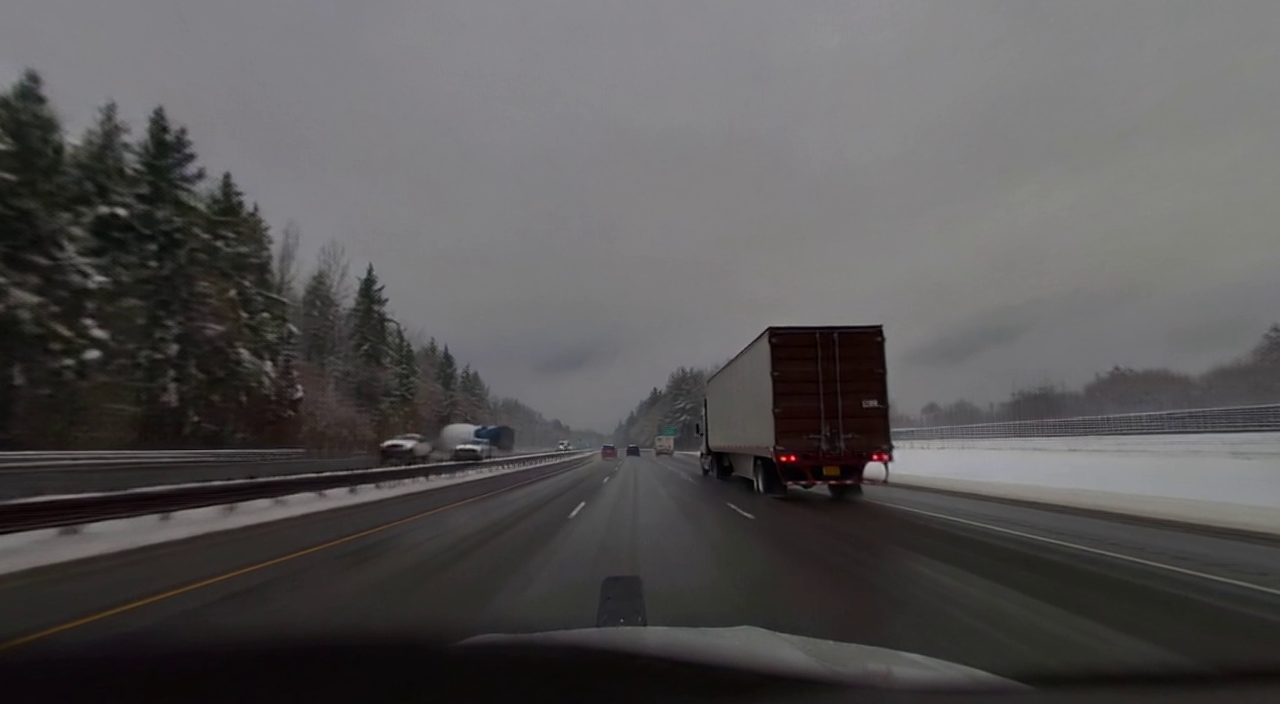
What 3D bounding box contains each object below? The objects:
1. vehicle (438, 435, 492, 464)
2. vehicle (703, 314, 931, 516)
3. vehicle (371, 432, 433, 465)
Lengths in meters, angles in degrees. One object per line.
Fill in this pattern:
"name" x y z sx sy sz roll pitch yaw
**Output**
"vehicle" -11.045 6.248 40.226 2.080 1.730 4.801 0 -9 0
"vehicle" 4.157 2.253 19.193 2.950 4.033 13.276 0 -9 -1
"vehicle" -15.225 6.227 40.566 2.107 1.976 4.747 0 -9 0
